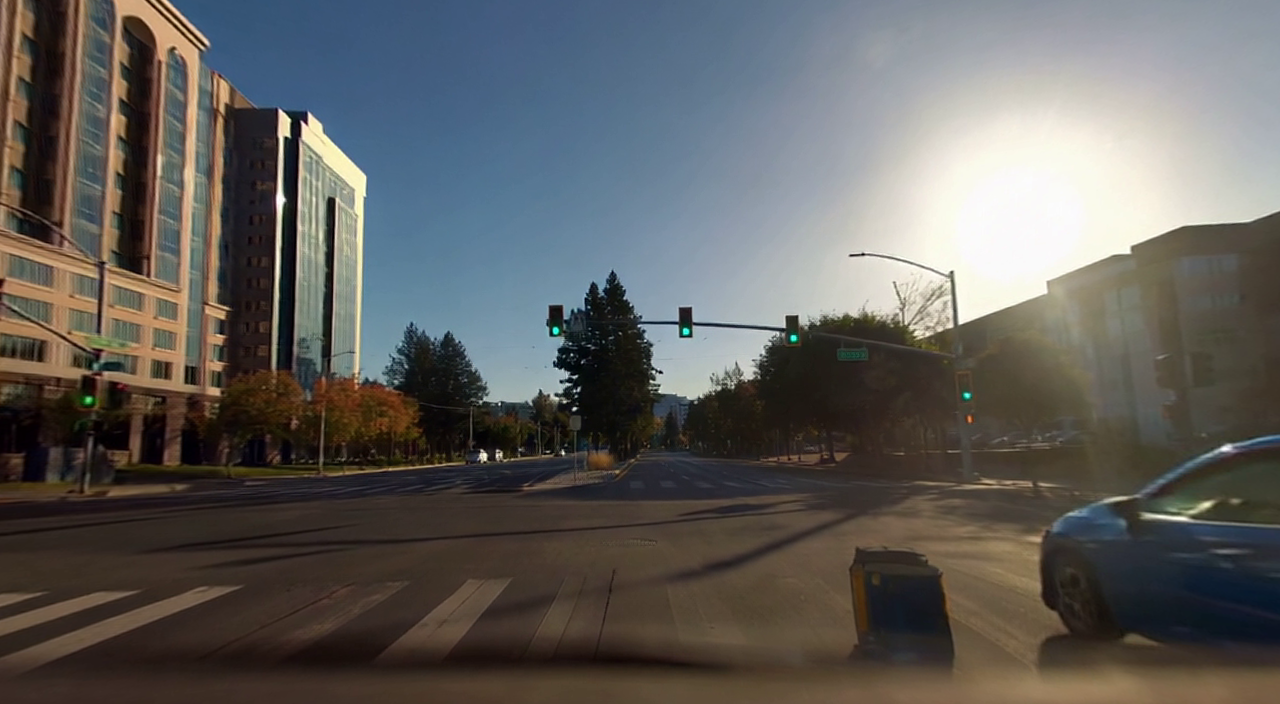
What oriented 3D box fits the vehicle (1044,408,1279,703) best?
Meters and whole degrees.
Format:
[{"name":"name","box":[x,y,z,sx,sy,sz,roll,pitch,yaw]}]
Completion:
[{"name":"vehicle","box":[3.013,0.731,0.758,2.015,1.455,4.615,0,-8,0]}]
